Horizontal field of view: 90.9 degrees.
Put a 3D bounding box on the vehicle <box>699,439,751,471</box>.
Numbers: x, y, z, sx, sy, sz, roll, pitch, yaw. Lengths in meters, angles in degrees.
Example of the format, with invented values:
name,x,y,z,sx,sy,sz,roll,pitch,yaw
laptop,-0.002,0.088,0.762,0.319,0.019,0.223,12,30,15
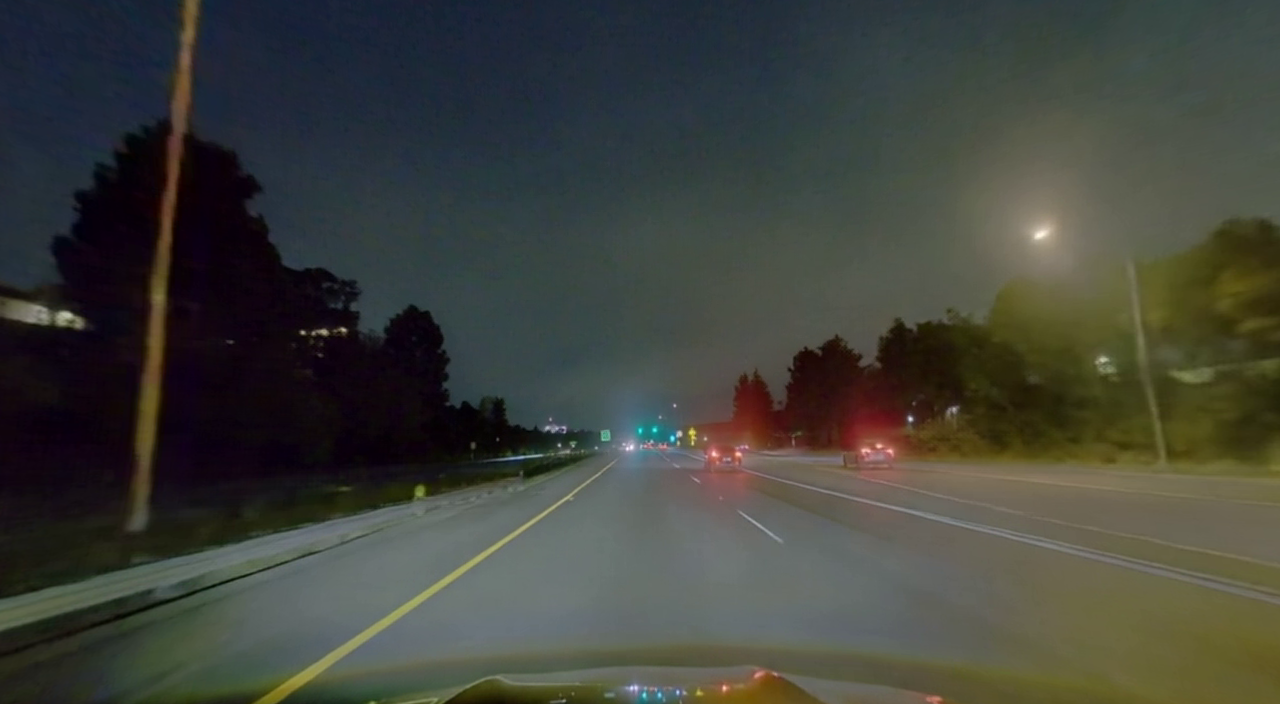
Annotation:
name,x,y,z,sx,sy,sz,roll,pitch,yaw
vehicle,4.332,5.319,32.753,2.042,1.518,4.477,0,-8,0
